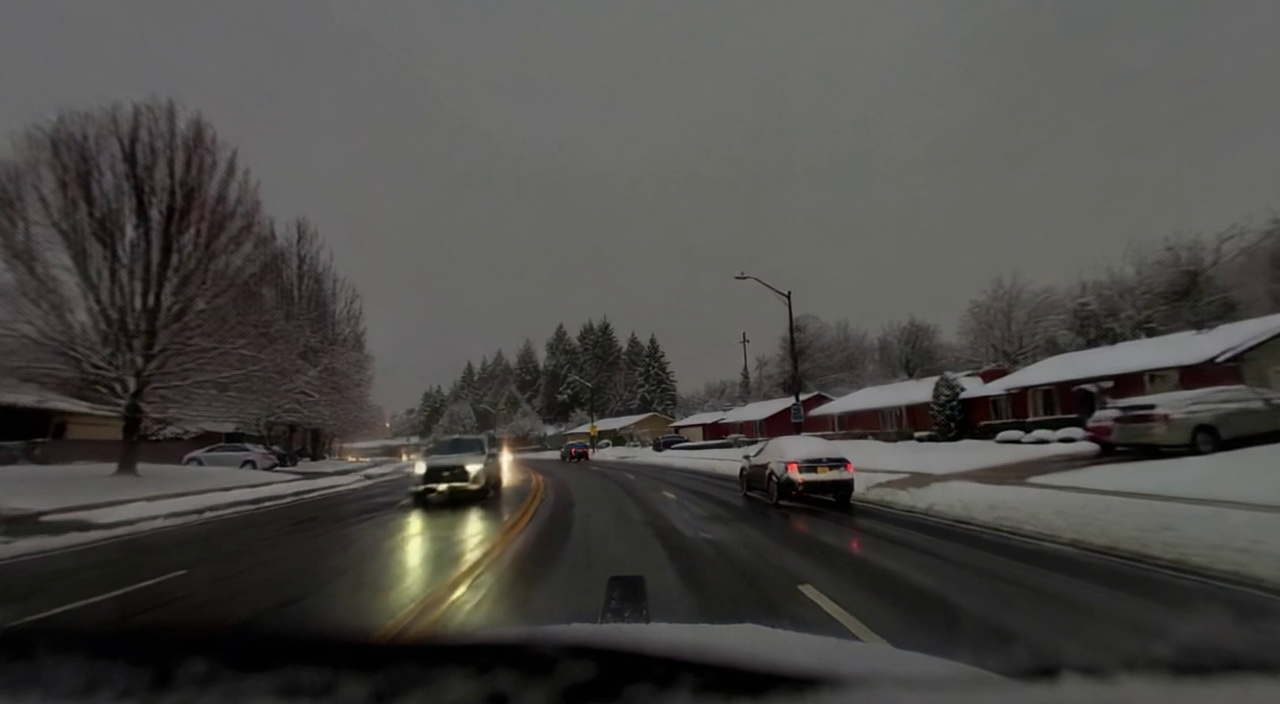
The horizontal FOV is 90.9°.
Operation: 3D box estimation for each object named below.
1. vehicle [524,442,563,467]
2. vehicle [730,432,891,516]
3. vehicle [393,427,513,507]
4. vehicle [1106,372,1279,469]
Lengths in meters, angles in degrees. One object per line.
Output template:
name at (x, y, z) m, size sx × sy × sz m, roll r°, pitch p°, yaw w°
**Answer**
vehicle at (-6.994, 7.317, 45.333) m, size 2.106 × 1.667 × 4.367 m, roll 2°, pitch -9°, yaw -17°
vehicle at (3.434, 2.544, 13.690) m, size 1.934 × 1.506 × 4.282 m, roll 1°, pitch -8°, yaw -5°
vehicle at (-4.890, 3.061, 17.300) m, size 2.316 × 1.845 × 4.805 m, roll 1°, pitch -8°, yaw -7°
vehicle at (14.910, 1.643, 15.895) m, size 4.455 × 1.795 × 2.331 m, roll -7°, pitch -6°, yaw -7°
